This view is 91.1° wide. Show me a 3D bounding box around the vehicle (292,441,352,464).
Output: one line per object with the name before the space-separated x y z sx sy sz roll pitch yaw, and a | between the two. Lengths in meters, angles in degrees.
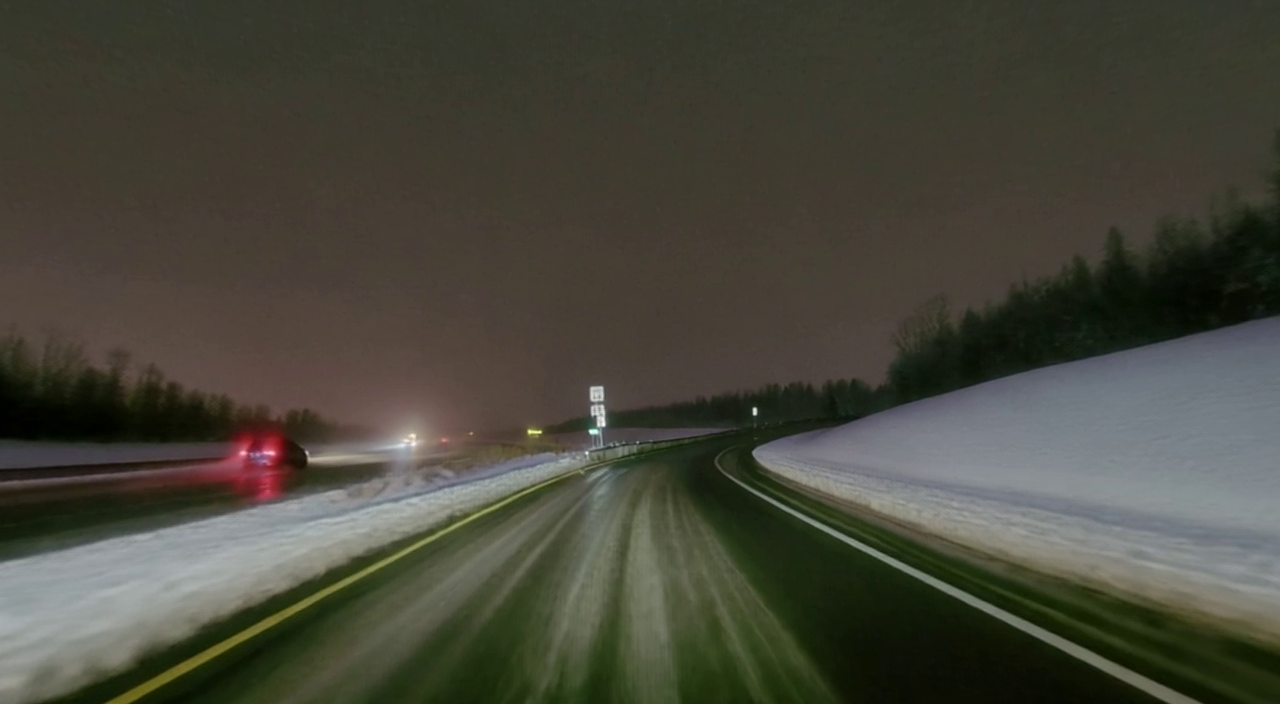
vehicle | -21.672 6.851 43.105 1.880 1.509 4.775 0 -8 -4

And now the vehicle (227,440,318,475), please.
vehicle | -16.787 4.806 28.968 1.895 1.451 4.168 0 -8 -4
